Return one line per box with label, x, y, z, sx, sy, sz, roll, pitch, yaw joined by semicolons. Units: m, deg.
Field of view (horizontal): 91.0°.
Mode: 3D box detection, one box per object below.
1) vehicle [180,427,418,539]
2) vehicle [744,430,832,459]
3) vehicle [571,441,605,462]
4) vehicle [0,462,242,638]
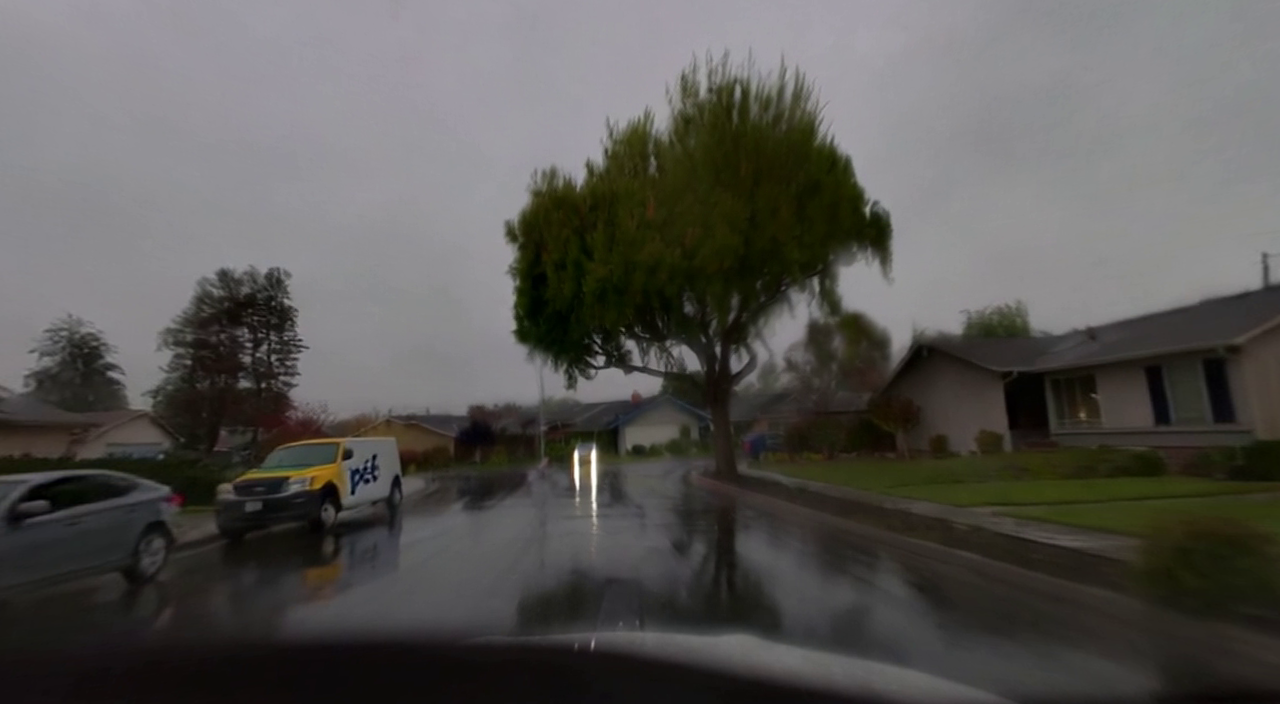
vehicle;-7.042;2.752;14.045;2.338;1.925;5.725;0;-9;-3
vehicle;8.550;5.318;36.516;4.533;1.557;1.981;1;-6;-12
vehicle;-4.003;7.751;49.156;1.990;1.528;4.256;-1;-9;5
vehicle;-6.463;1.917;6.590;2.017;1.397;4.004;0;-9;-1
